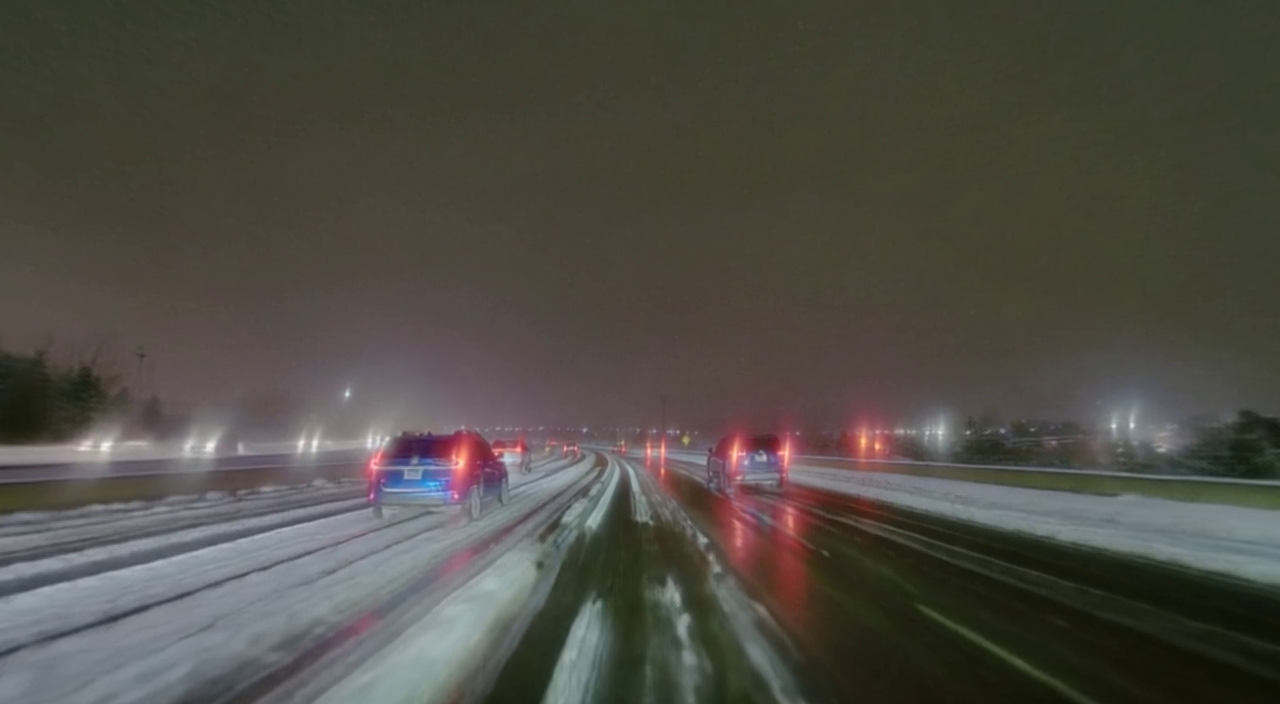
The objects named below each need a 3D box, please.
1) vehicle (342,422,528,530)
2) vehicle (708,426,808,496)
[{"bbox_3d":[-3.754,2.370,12.605,2.214,1.743,4.465,0,-9,0],"label":"vehicle"},{"bbox_3d":[3.474,3.333,19.578,2.153,1.860,4.689,0,-9,-1],"label":"vehicle"}]
